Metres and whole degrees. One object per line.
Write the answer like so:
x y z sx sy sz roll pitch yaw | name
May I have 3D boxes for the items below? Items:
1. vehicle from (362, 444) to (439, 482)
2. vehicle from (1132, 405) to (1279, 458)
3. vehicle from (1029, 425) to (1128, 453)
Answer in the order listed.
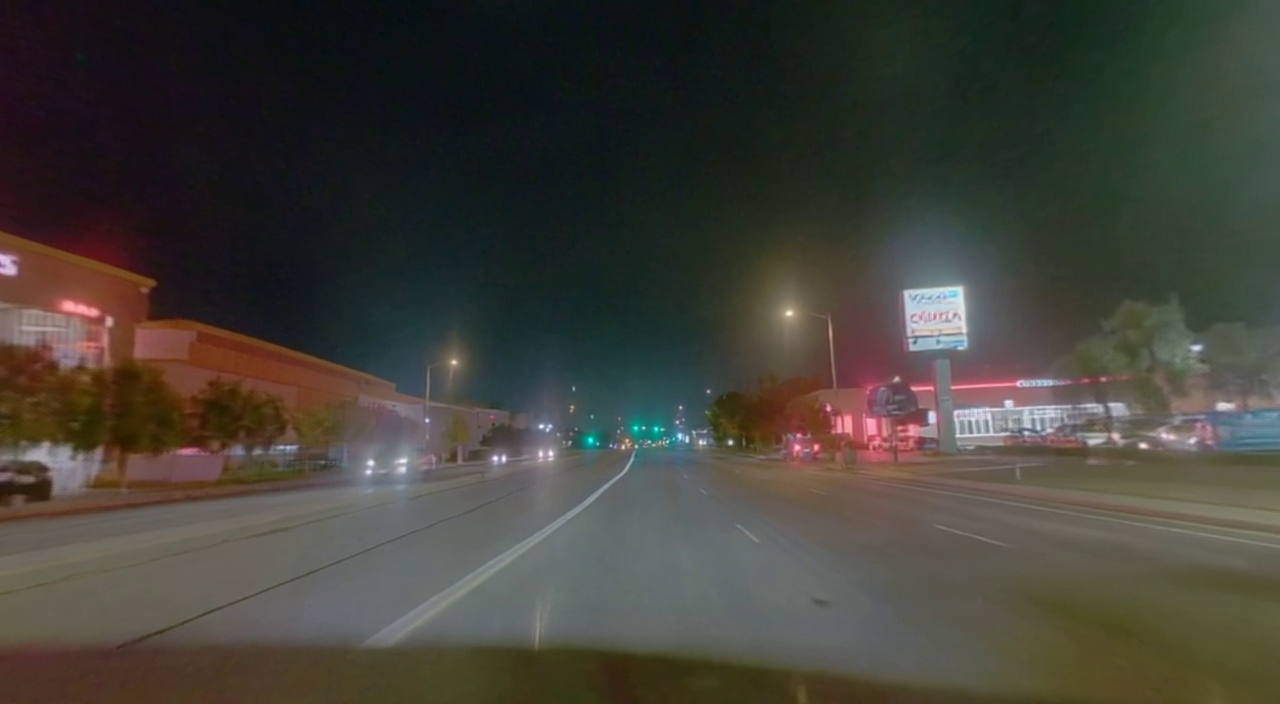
-11.103 5.145 29.588 1.896 1.593 4.014 0 -9 2 | vehicle
21.895 2.884 23.373 5.505 1.592 2.166 -3 -7 -1 | vehicle
22.453 4.474 32.458 3.547 1.360 1.951 -1 -9 3 | vehicle
